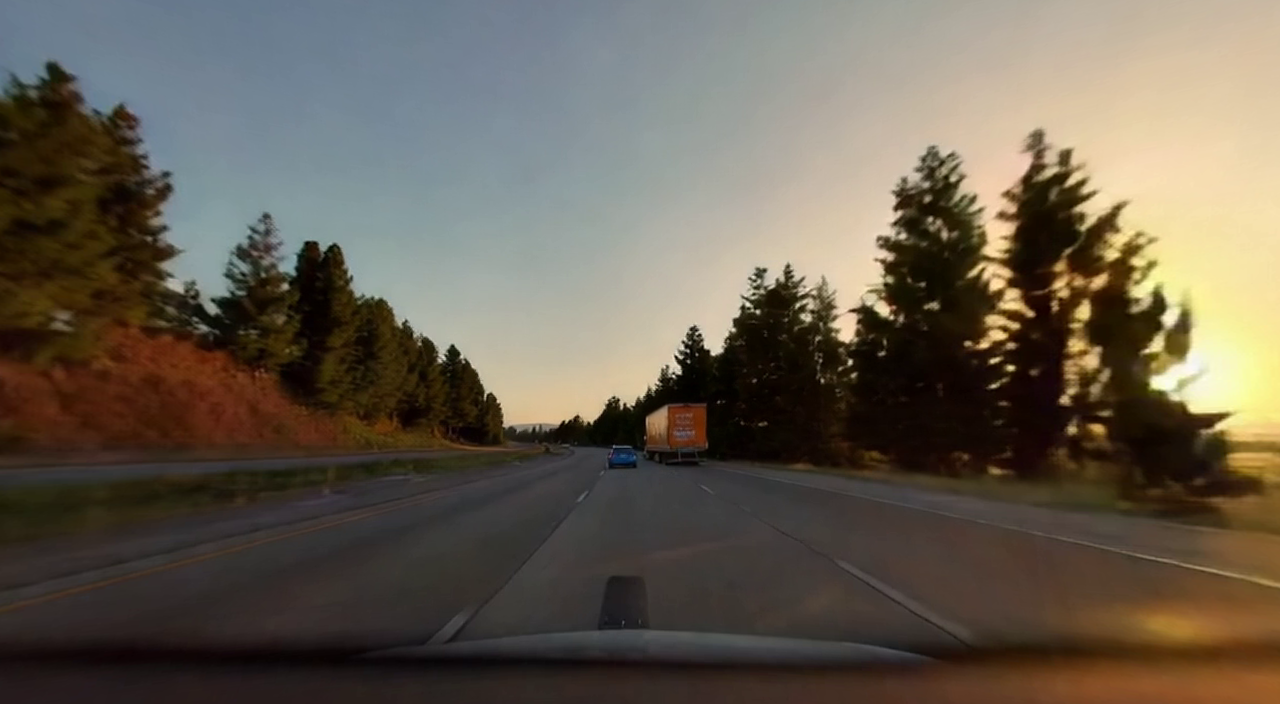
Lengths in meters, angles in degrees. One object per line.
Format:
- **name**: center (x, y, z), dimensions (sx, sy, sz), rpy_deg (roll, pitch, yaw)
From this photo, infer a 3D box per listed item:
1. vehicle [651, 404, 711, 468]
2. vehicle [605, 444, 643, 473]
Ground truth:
- **vehicle**: center (2.719, 6.360, 46.772), dimensions (2.951, 4.012, 14.203), rpy_deg (0, -9, -2)
- **vehicle**: center (-0.867, 5.663, 33.631), dimensions (1.913, 1.460, 3.610), rpy_deg (0, -9, -2)
